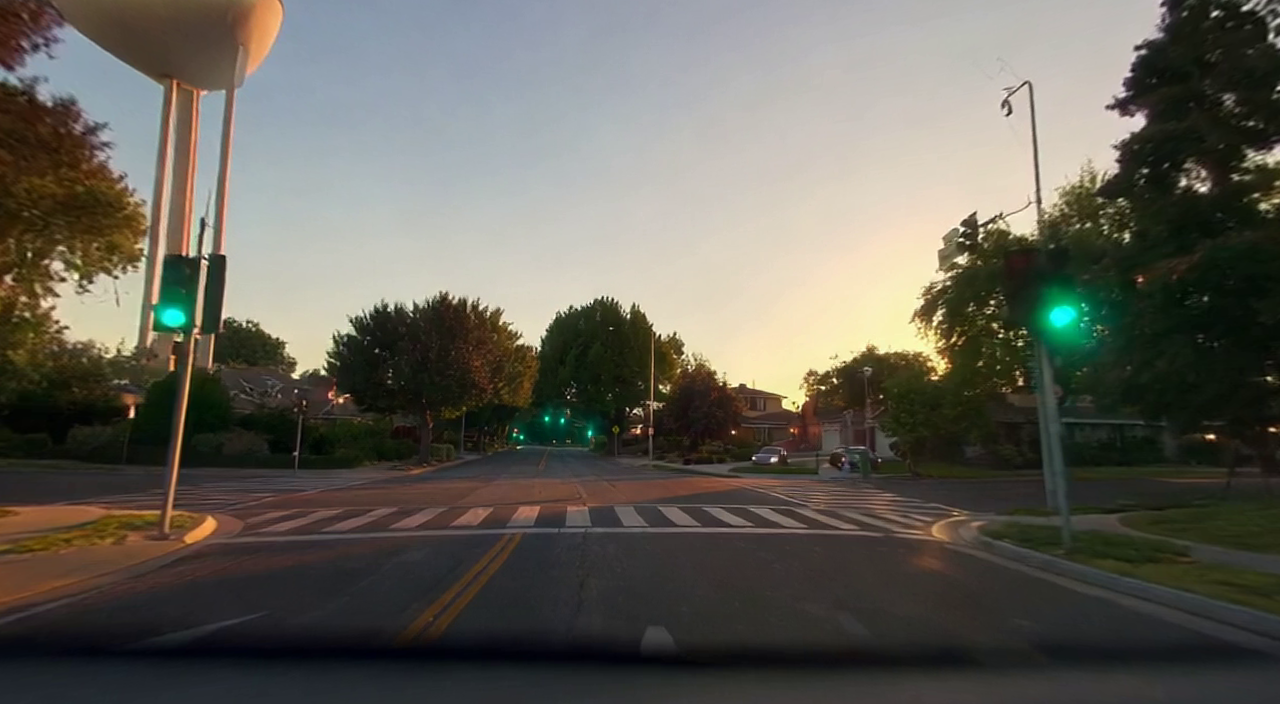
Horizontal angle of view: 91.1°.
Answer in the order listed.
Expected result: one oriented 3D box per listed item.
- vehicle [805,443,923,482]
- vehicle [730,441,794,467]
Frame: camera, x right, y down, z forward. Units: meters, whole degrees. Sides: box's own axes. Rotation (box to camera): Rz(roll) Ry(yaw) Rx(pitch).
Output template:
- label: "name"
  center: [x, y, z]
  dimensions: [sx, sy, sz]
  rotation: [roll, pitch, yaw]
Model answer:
- label: "vehicle"
  center: [9.764, 4.835, 27.634]
  dimensions: [4.448, 1.637, 1.881]
  rotation: [0, -9, 0]
- label: "vehicle"
  center: [6.863, 5.749, 35.493]
  dimensions: [3.191, 1.365, 1.458]
  rotation: [-5, -9, 30]
